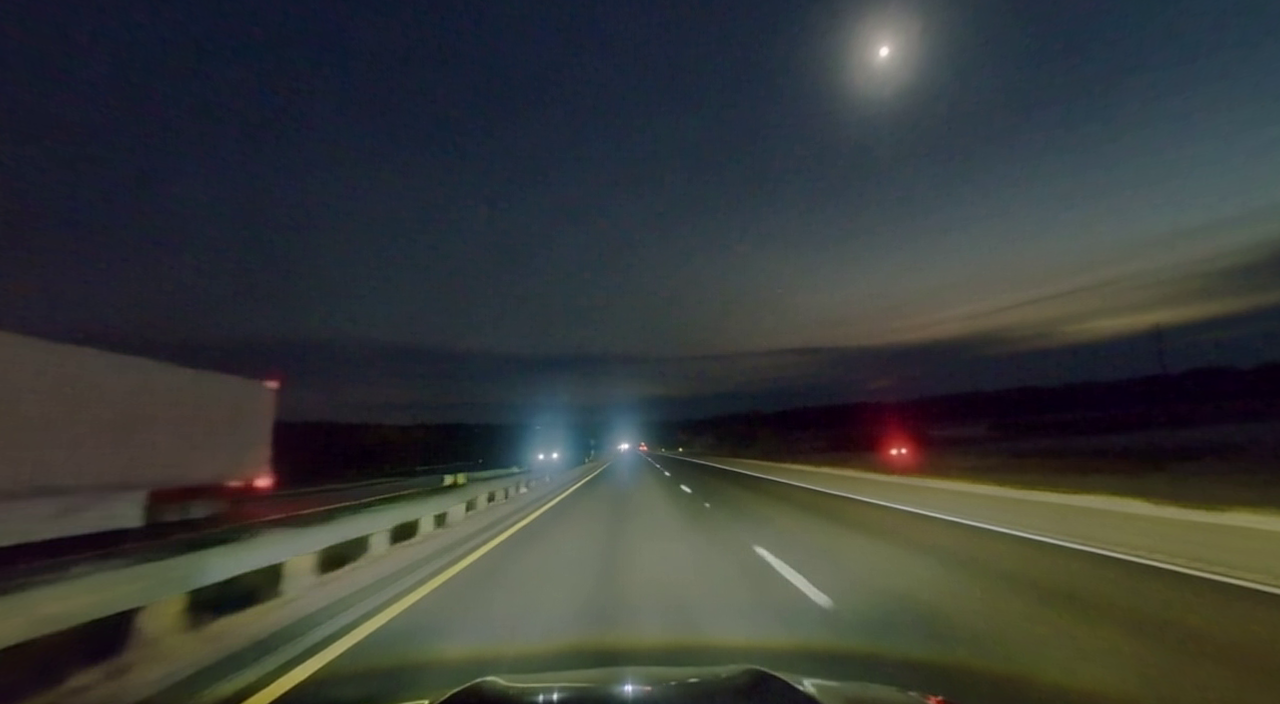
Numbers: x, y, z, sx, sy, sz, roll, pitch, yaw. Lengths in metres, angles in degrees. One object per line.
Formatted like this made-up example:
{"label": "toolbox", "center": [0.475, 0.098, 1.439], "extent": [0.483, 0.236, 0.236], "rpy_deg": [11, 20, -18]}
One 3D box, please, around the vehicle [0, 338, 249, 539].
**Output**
{"label": "vehicle", "center": [-14.379, 2.348, 16.529], "extent": [2.857, 4.032, 8.182], "rpy_deg": [0, -9, -1]}
